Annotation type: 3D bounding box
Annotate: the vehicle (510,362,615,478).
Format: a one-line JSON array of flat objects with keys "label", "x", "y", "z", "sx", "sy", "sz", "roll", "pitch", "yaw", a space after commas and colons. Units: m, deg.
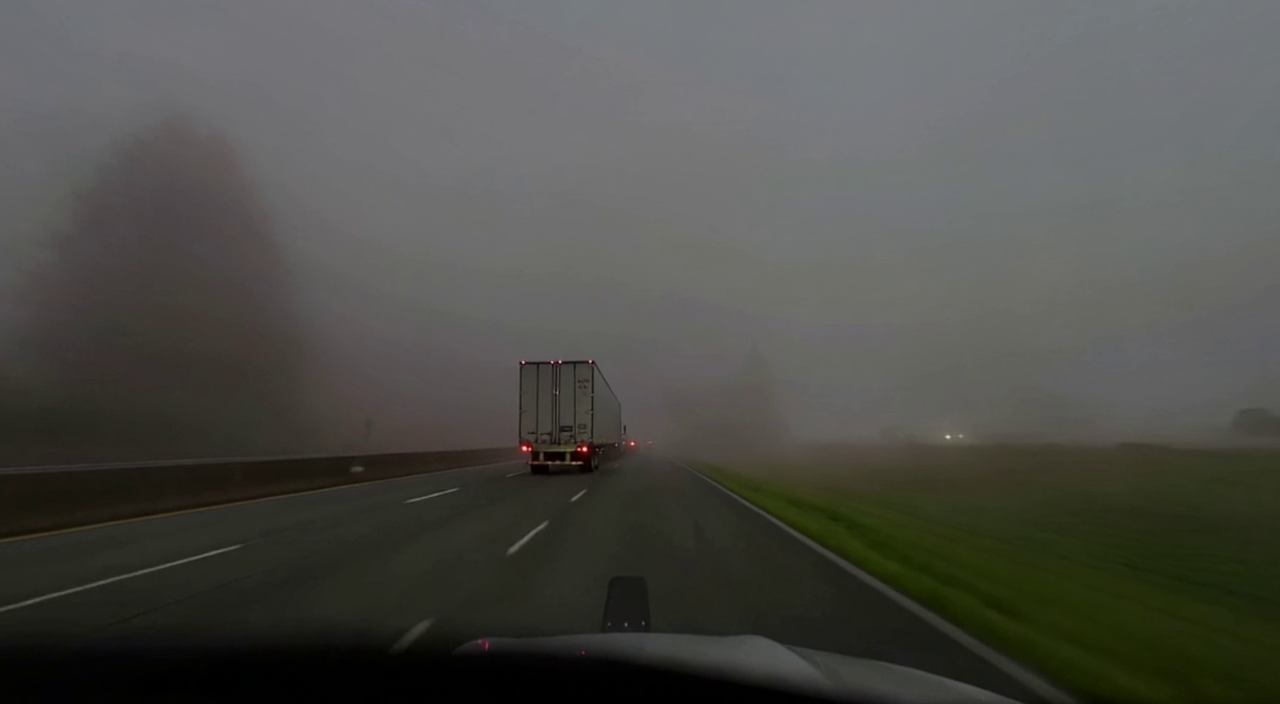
[{"label": "vehicle", "x": -2.987, "y": 3.388, "z": 29.228, "sx": 2.947, "sy": 4.051, "sz": 14.256, "roll": 0, "pitch": -8, "yaw": 1}]
